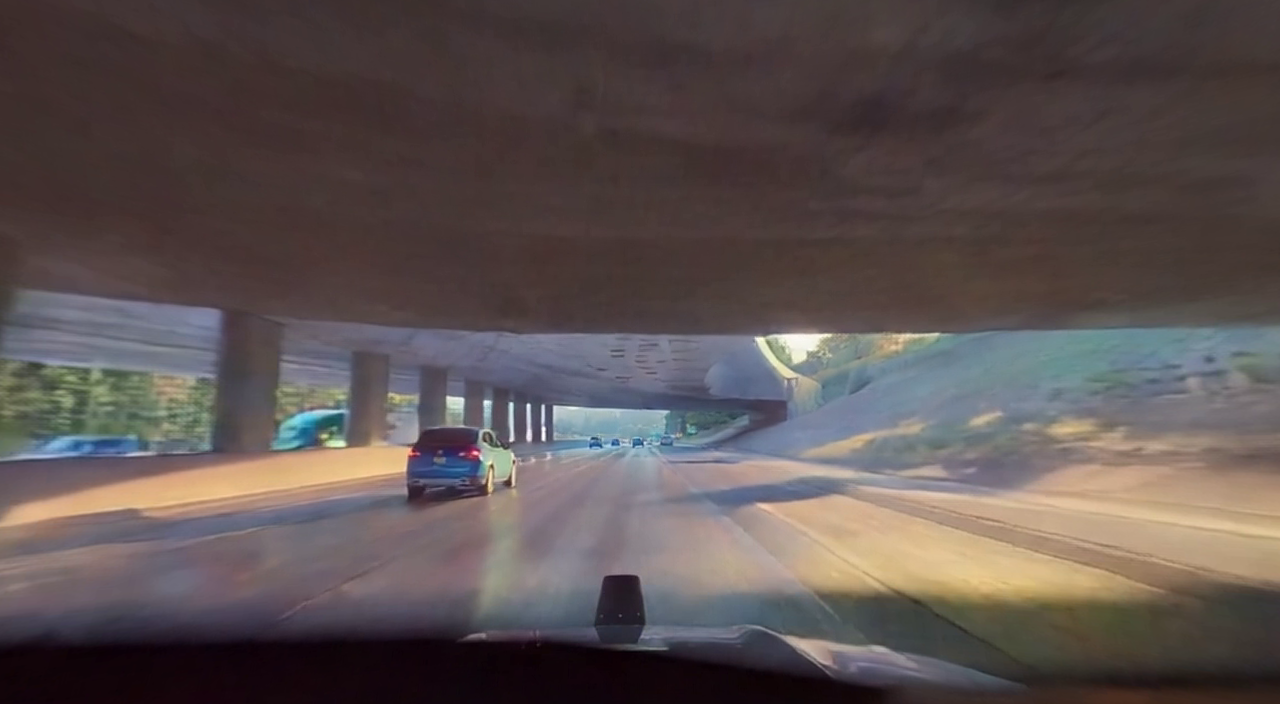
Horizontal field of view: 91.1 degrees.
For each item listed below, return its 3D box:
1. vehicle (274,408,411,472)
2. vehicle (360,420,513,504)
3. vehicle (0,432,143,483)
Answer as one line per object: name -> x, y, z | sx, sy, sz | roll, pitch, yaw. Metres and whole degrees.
vehicle -> -17.544, 5.375, 38.399 | 2.936, 3.275, 11.845 | 0, -8, -2
vehicle -> -4.549, 2.534, 14.870 | 2.125, 1.662, 4.336 | 0, -8, 1
vehicle -> -28.220, 5.125, 31.066 | 2.355, 2.256, 5.912 | 0, -8, 0
